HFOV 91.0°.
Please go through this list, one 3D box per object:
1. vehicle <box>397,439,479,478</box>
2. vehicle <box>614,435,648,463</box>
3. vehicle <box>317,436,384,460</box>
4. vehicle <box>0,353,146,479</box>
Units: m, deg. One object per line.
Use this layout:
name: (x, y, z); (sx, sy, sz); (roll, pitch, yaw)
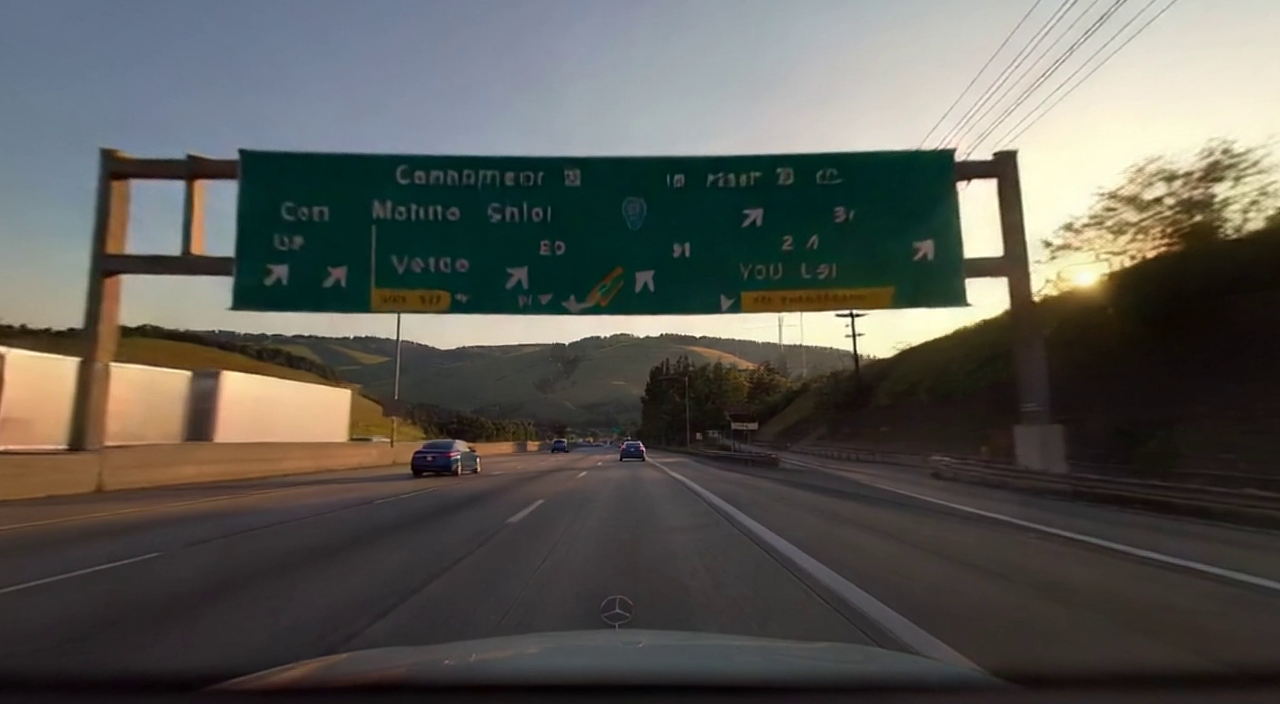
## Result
vehicle: (-8.112, 4.309, 25.776); (1.949, 1.428, 4.408); (0, -8, -1)
vehicle: (-0.602, 6.310, 40.934); (2.040, 1.715, 3.906); (0, -8, -1)
vehicle: (-16.972, 5.636, 37.089); (2.045, 1.312, 4.140); (0, -8, -1)
vehicle: (-21.506, 1.916, 19.065); (2.761, 3.920, 13.199); (0, -8, -2)
